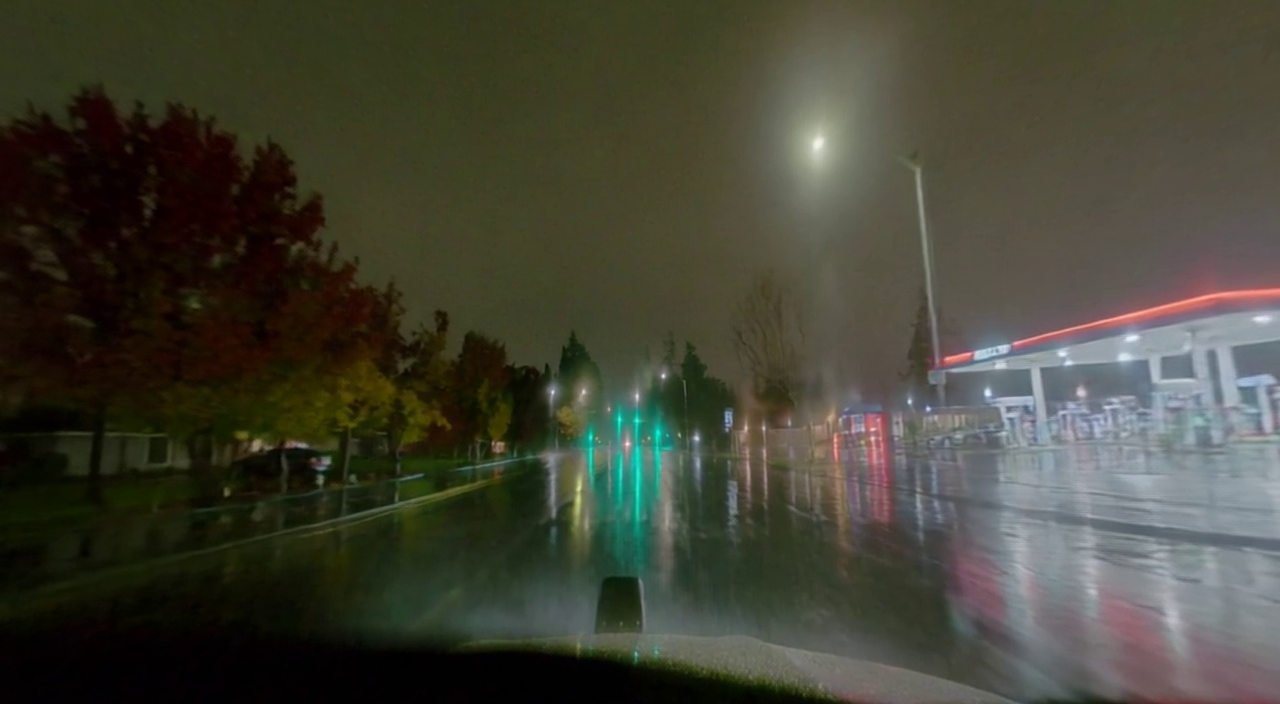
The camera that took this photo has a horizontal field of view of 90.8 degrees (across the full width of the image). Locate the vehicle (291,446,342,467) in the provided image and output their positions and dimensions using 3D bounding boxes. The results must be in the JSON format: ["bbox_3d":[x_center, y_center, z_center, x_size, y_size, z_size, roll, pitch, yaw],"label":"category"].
[{"bbox_3d":[-25.203,8.137,49.392,1.760,1.598,3.881,-1,-8,3],"label":"vehicle"}]

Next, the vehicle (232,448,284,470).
[{"bbox_3d":[-30.097,8.429,49.910,1.881,1.444,4.046,-3,-7,-4],"label":"vehicle"}]
